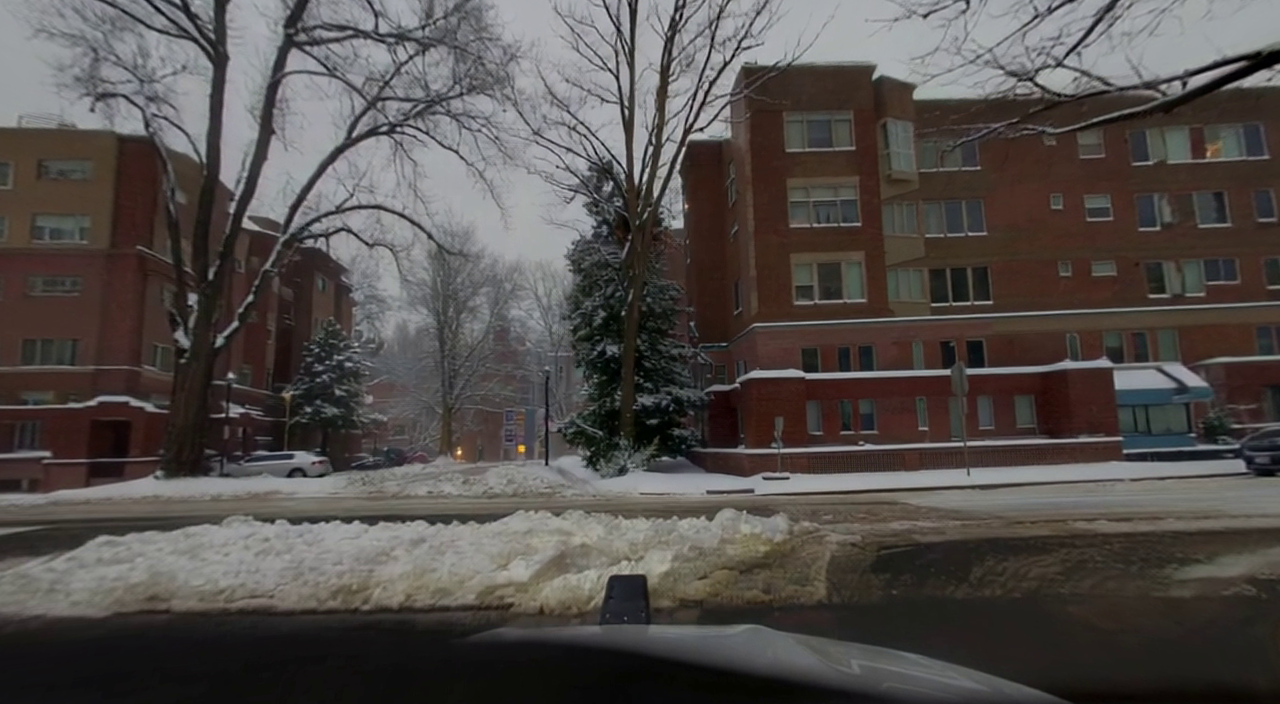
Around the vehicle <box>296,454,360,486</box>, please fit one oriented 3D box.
[{"bbox_3d":[-15.850,5.982,32.247,1.941,1.442,4.384,2,-9,-14],"label":"vehicle"}]

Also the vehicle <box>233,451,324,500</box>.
[{"bbox_3d":[-13.208,4.475,23.330,2.027,1.475,4.522,0,-8,-18],"label":"vehicle"}]
